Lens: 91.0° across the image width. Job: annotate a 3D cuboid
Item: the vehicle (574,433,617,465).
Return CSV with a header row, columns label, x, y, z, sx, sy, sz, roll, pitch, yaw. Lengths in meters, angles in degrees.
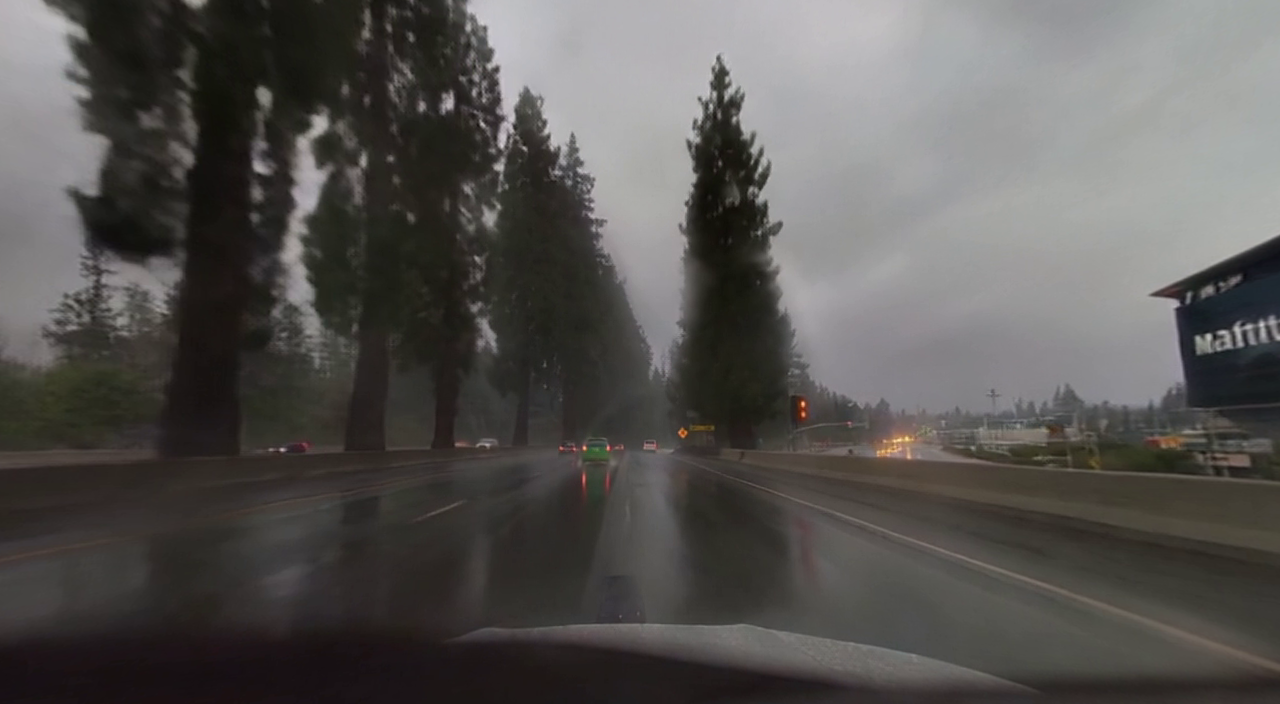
label,x,y,z,sx,sy,sz,roll,pitch,yaw
vehicle,-2.641,5.888,38.444,2.302,1.810,4.707,0,-8,0
